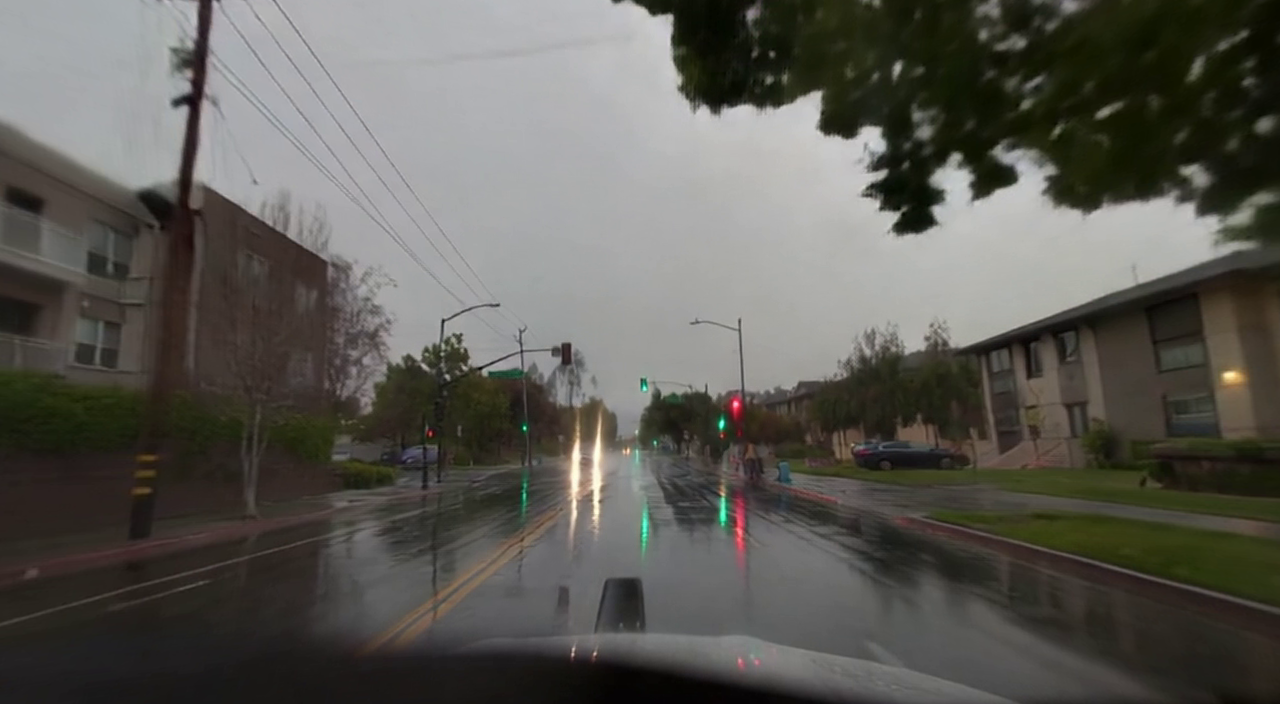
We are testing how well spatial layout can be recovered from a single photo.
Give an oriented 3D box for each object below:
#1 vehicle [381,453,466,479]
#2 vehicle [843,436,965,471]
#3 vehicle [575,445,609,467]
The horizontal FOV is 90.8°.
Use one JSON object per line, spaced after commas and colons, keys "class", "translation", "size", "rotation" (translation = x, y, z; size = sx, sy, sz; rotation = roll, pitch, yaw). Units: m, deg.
{"class": "vehicle", "translation": [-12.398, 6.566, 36.393], "size": [4.135, 1.424, 1.945], "rotation": [-1, -10, 5]}
{"class": "vehicle", "translation": [12.697, 4.928, 30.562], "size": [4.908, 1.521, 2.108], "rotation": [-1, -10, -4]}
{"class": "vehicle", "translation": [-3.471, 7.665, 46.393], "size": [2.015, 1.508, 4.353], "rotation": [0, -10, 2]}
